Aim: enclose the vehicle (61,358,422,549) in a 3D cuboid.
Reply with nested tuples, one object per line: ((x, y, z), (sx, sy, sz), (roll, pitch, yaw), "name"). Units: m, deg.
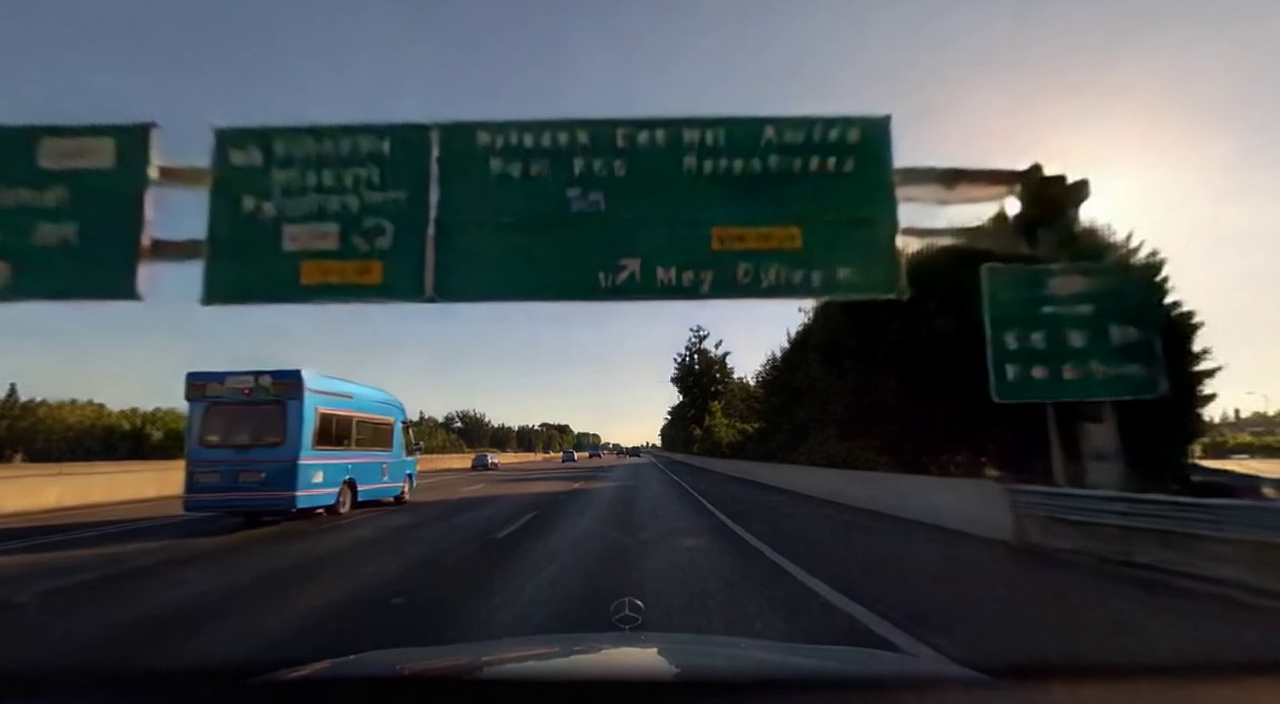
((-7.410, 2.105, 13.471), (2.747, 2.934, 7.411), (0, -9, 1), "vehicle")

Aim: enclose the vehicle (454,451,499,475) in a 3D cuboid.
((-11.402, 7.759, 44.255), (1.981, 1.503, 4.207), (0, -9, 0), "vehicle")
